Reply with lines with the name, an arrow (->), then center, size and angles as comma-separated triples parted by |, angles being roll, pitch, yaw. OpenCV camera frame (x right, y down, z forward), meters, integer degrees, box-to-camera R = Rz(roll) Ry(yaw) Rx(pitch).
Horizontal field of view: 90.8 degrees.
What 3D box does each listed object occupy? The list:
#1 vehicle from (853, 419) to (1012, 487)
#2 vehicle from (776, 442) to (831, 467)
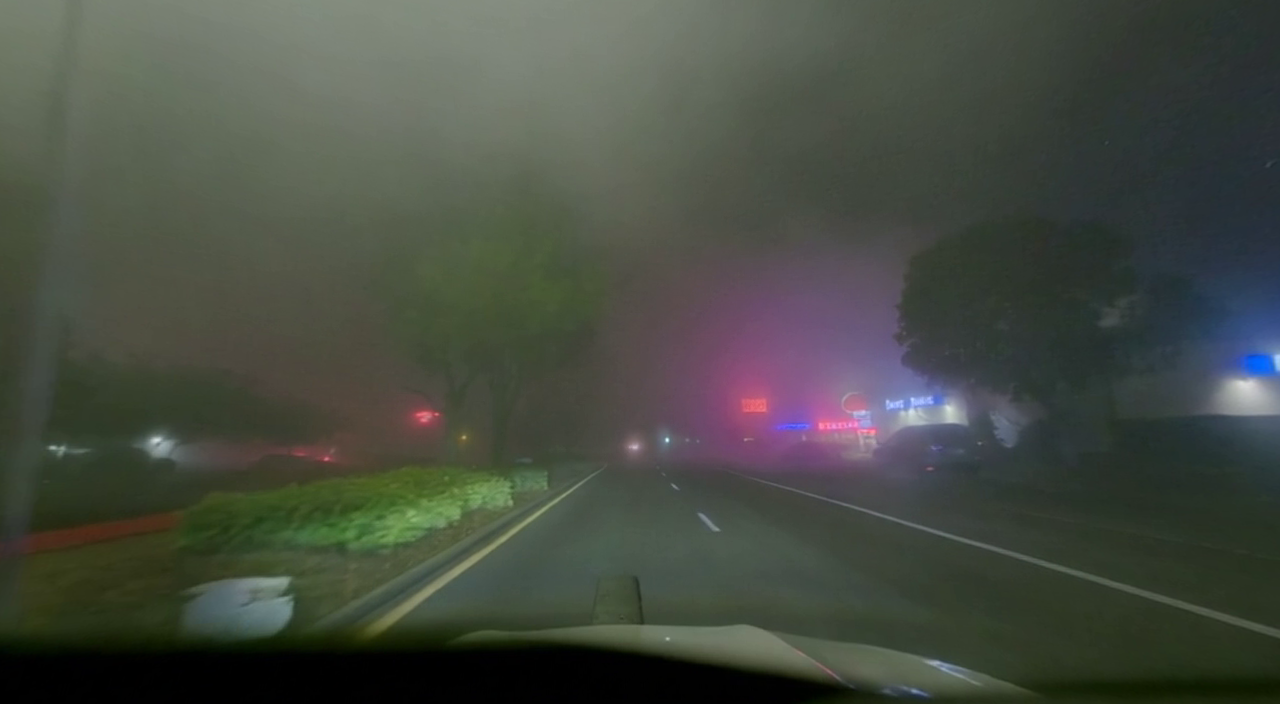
vehicle -> 10.214, 3.618, 22.892 | 2.610, 2.072, 5.985 | 0, -8, -3
vehicle -> 10.102, 6.380, 39.355 | 2.034, 1.437, 4.728 | 0, -8, -2
